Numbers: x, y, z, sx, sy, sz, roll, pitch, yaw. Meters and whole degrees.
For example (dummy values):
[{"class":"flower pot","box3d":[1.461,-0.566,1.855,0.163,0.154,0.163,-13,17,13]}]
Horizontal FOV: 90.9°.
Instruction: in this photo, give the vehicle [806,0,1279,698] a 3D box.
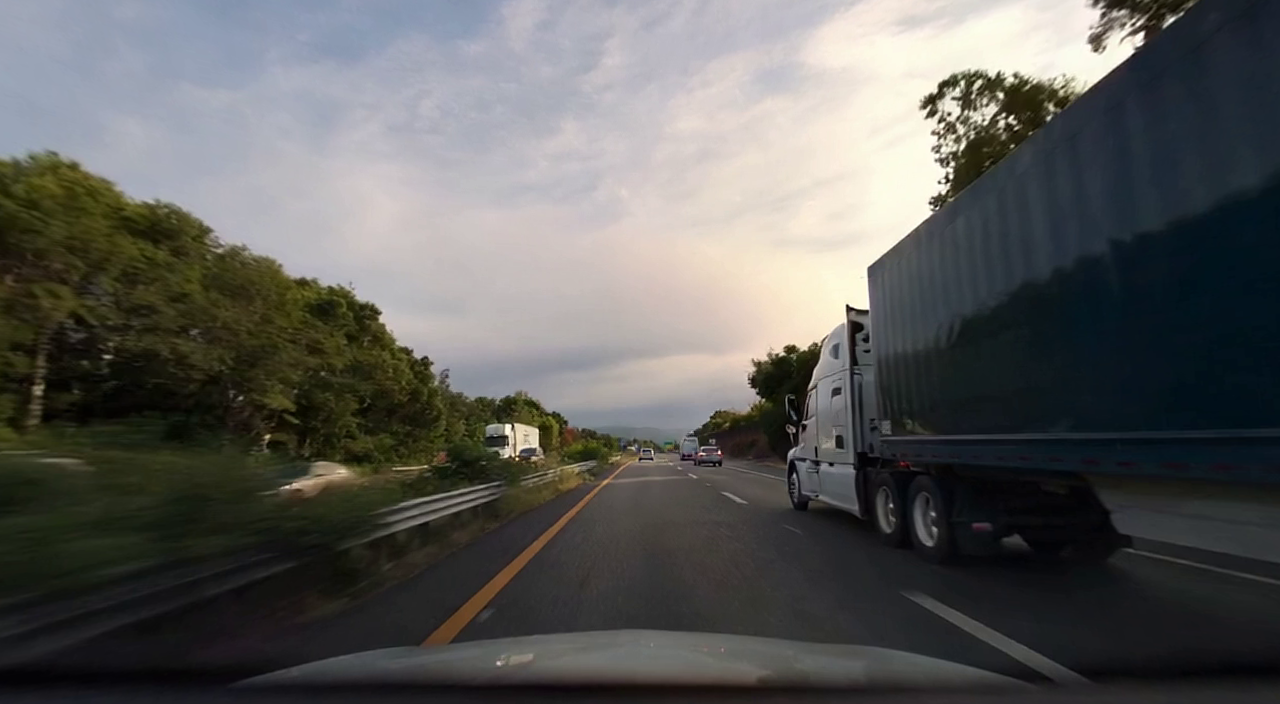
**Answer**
[{"class":"vehicle","box3d":[4.896,0.142,5.537,2.889,4.072,13.991,0,-9,-1]}]

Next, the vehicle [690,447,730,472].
[{"class":"vehicle","box3d":[4.502,6.952,40.873,2.043,1.542,3.881,0,-9,-1]}]
